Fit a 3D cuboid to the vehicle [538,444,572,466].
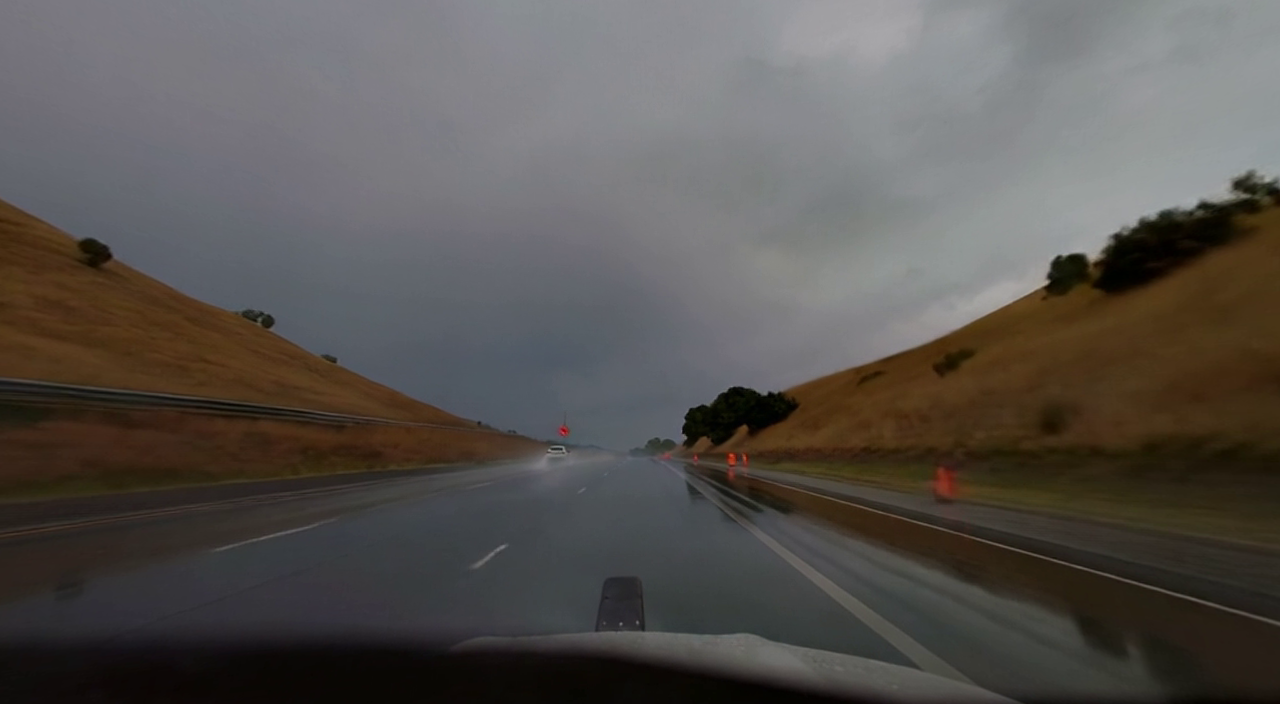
[{"bbox_3d":[-6.663,8.120,49.738,2.042,1.585,4.162,0,-9,0],"label":"vehicle"}]
